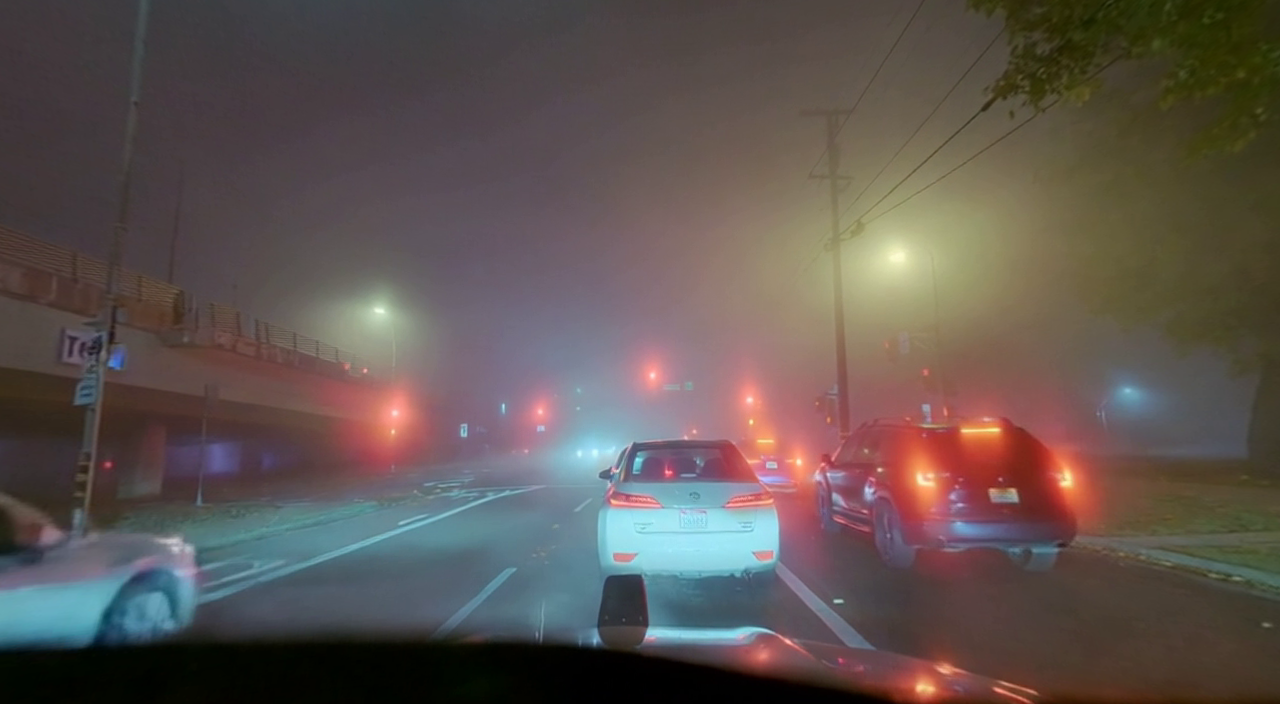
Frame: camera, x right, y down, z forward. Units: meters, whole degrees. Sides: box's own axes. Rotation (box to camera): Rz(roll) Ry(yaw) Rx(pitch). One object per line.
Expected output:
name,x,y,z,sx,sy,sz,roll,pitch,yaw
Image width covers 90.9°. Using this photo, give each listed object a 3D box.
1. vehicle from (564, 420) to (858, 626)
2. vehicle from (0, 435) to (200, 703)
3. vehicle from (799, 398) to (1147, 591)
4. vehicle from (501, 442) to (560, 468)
vehicle,0.518,1.544,6.705,2.101,1.467,4.210,0,-8,0
vehicle,-3.947,0.949,1.618,2.082,1.484,4.865,0,-8,1
vehicle,3.672,1.653,8.185,2.062,1.781,4.488,0,-8,0
vehicle,-6.588,6.268,38.491,1.873,1.462,4.283,-3,-9,16
